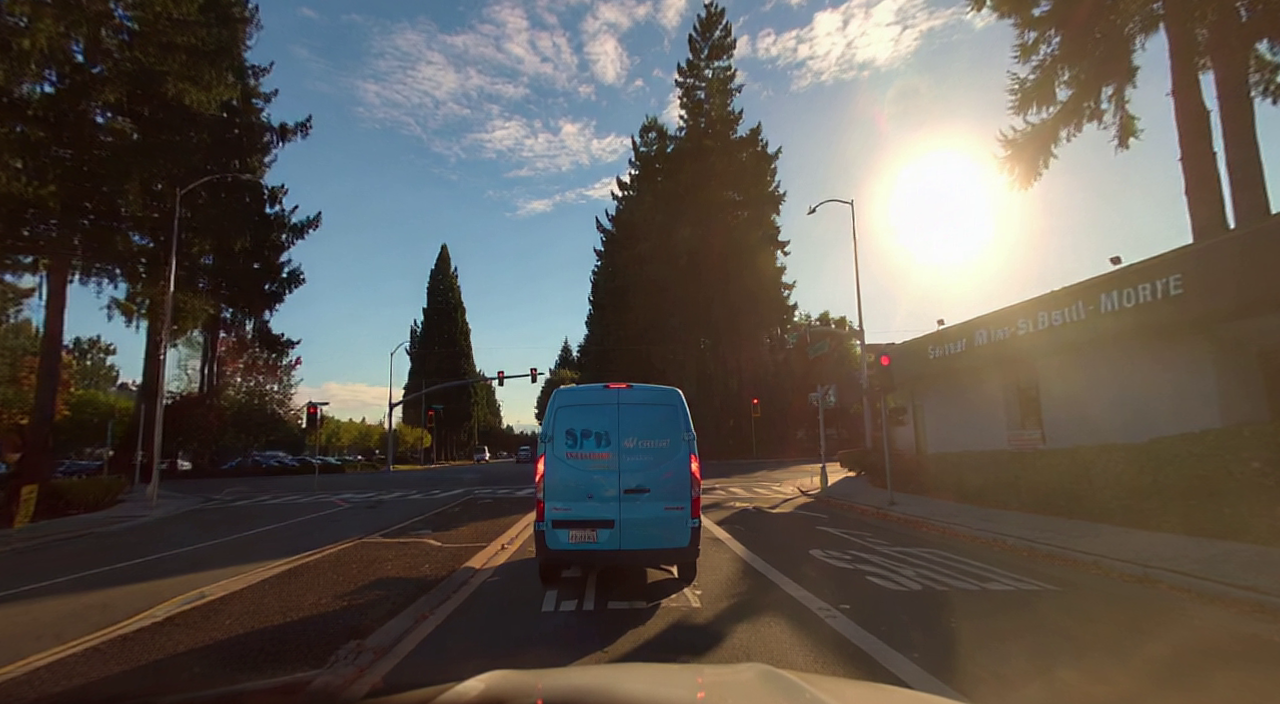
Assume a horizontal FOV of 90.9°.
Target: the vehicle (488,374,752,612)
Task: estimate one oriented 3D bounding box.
[{"bbox_3d":[-0.292,1.467,7.298,2.181,1.949,3.932,1,-9,-4],"label":"vehicle"}]
